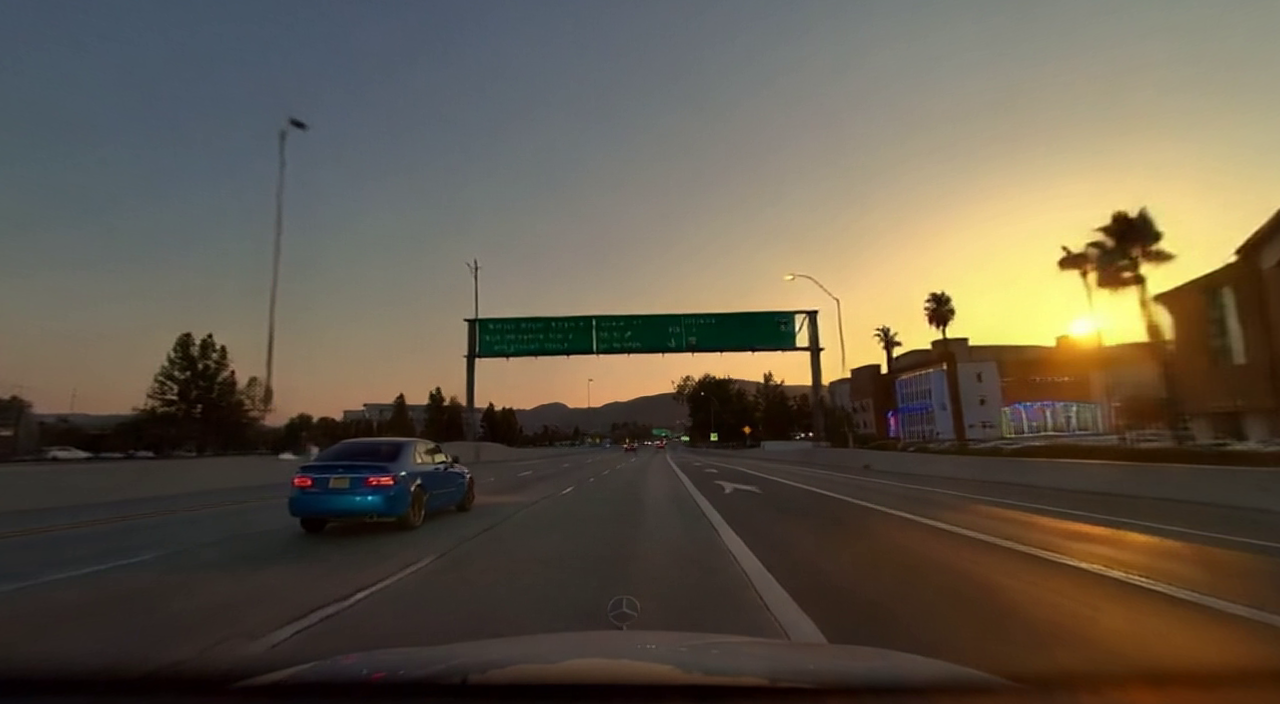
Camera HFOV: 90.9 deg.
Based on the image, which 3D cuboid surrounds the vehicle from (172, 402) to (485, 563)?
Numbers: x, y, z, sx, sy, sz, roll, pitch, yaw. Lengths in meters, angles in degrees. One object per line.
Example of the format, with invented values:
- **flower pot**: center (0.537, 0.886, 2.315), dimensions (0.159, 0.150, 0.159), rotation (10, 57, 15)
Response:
- **vehicle**: center (-4.114, 1.824, 9.555), dimensions (2.145, 1.793, 4.762), rotation (-1, -8, 2)
